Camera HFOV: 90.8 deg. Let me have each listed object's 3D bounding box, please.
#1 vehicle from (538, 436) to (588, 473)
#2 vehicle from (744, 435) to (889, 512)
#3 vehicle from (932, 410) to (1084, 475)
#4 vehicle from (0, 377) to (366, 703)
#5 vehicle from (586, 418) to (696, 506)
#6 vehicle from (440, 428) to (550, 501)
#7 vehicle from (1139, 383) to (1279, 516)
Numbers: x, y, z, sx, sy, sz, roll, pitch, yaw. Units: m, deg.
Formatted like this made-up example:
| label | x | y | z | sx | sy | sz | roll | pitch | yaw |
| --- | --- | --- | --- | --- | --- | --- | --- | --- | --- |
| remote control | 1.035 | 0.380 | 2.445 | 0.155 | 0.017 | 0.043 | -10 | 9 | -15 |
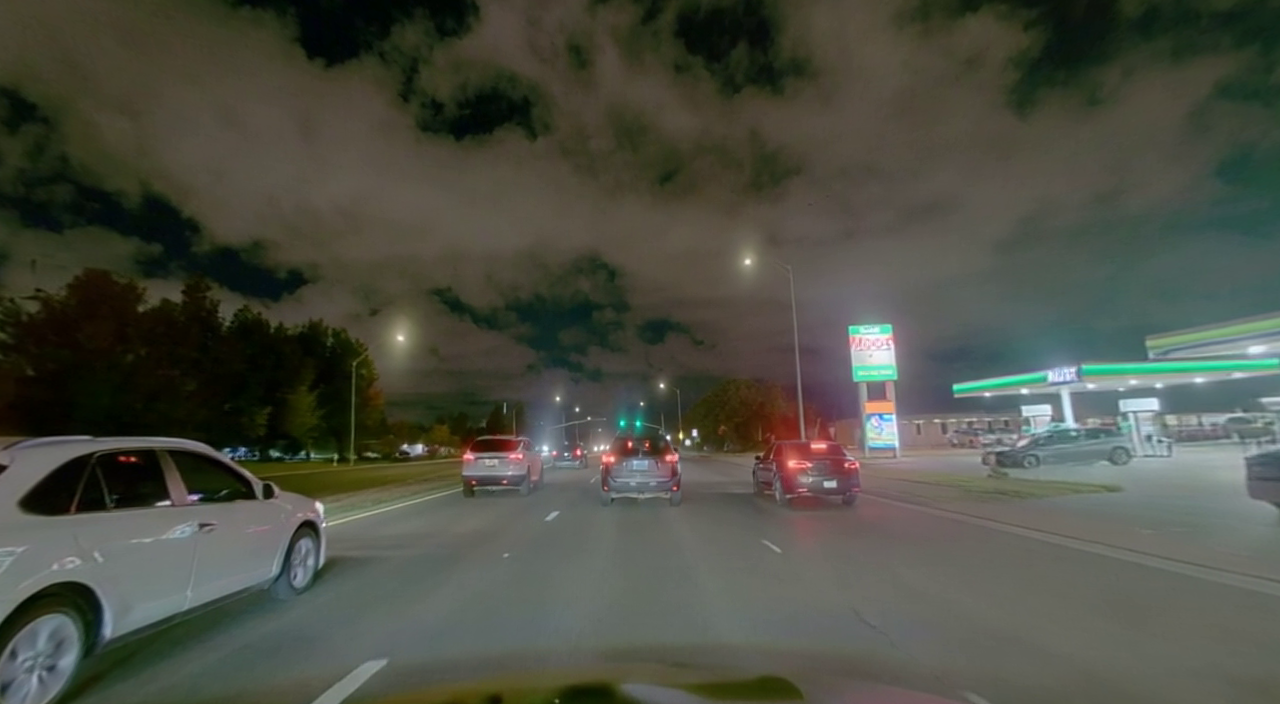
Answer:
| label | x | y | z | sx | sy | sz | roll | pitch | yaw |
| --- | --- | --- | --- | --- | --- | --- | --- | --- | --- |
| vehicle | -3.618 | 4.915 | 30.444 | 1.871 | 1.673 | 3.920 | 0 | -8 | 1 |
| vehicle | 3.778 | 2.670 | 14.492 | 1.888 | 1.456 | 4.589 | 0 | -8 | -2 |
| vehicle | 11.914 | 3.007 | 20.964 | 2.102 | 1.887 | 4.673 | 0 | -8 | -1 |
| vehicle | -3.616 | 1.125 | 4.122 | 1.864 | 1.574 | 4.031 | 0 | -8 | -1 |
| vehicle | 0.006 | 2.603 | 15.275 | 2.279 | 1.803 | 4.254 | 0 | -8 | 0 |
| vehicle | -3.727 | 2.961 | 17.021 | 1.932 | 1.695 | 4.150 | 0 | -8 | 1 |
| vehicle | 11.611 | 1.402 | 9.580 | 5.966 | 1.991 | 2.353 | -10 | -12 | 41 |
